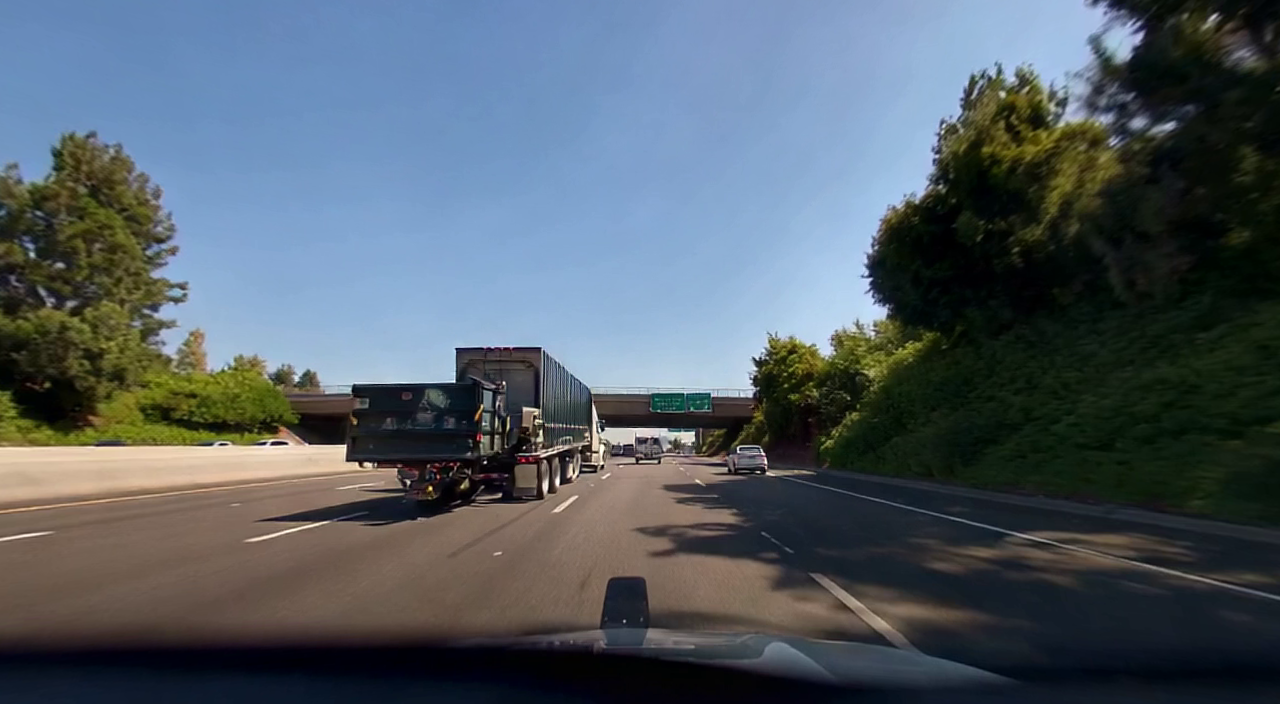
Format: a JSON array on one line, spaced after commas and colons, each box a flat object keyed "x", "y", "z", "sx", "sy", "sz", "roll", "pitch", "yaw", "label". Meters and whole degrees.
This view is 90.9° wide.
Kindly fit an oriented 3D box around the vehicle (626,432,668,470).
[{"x": 0.446, "y": 5.791, "z": 37.001, "sx": 2.309, "sy": 2.023, "sz": 5.130, "roll": 0, "pitch": -8, "yaw": 1, "label": "vehicle"}]

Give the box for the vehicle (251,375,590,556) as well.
[{"x": -3.547, "y": 2.735, "z": 16.642, "sx": 2.854, "sy": 2.379, "sz": 16.653, "roll": 0, "pitch": -9, "yaw": 1, "label": "vehicle"}]

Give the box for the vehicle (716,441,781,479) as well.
[{"x": 4.557, "y": 4.589, "z": 27.143, "sx": 1.993, "sy": 1.474, "sz": 4.230, "roll": 0, "pitch": -8, "yaw": -1, "label": "vehicle"}]

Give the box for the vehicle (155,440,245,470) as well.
[{"x": -24.265, "y": 5.703, "z": 35.009, "sx": 1.845, "sy": 1.521, "sz": 4.273, "roll": 0, "pitch": -8, "yaw": 1, "label": "vehicle"}]
